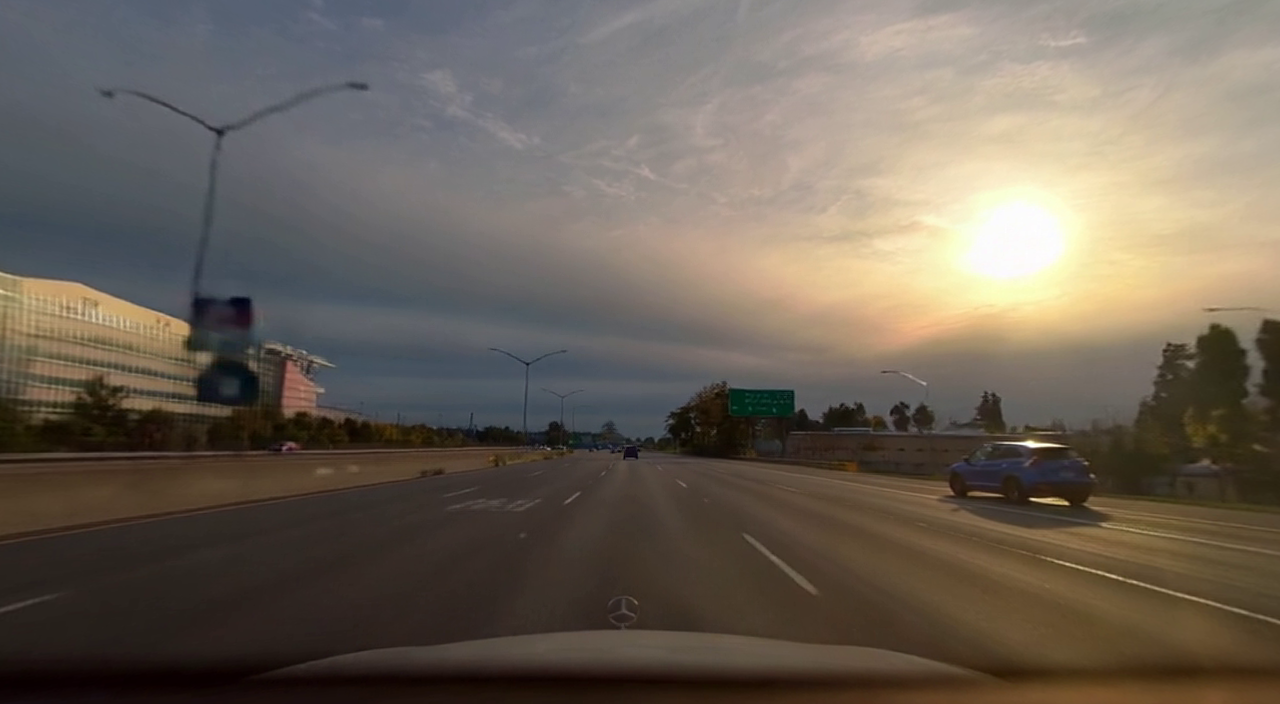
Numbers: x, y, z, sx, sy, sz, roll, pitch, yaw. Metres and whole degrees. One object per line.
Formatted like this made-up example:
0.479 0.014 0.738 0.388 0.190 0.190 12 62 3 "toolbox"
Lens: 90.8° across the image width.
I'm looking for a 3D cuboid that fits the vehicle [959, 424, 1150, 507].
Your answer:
13.147 3.649 20.646 2.411 2.326 5.300 0 -9 -2 "vehicle"
